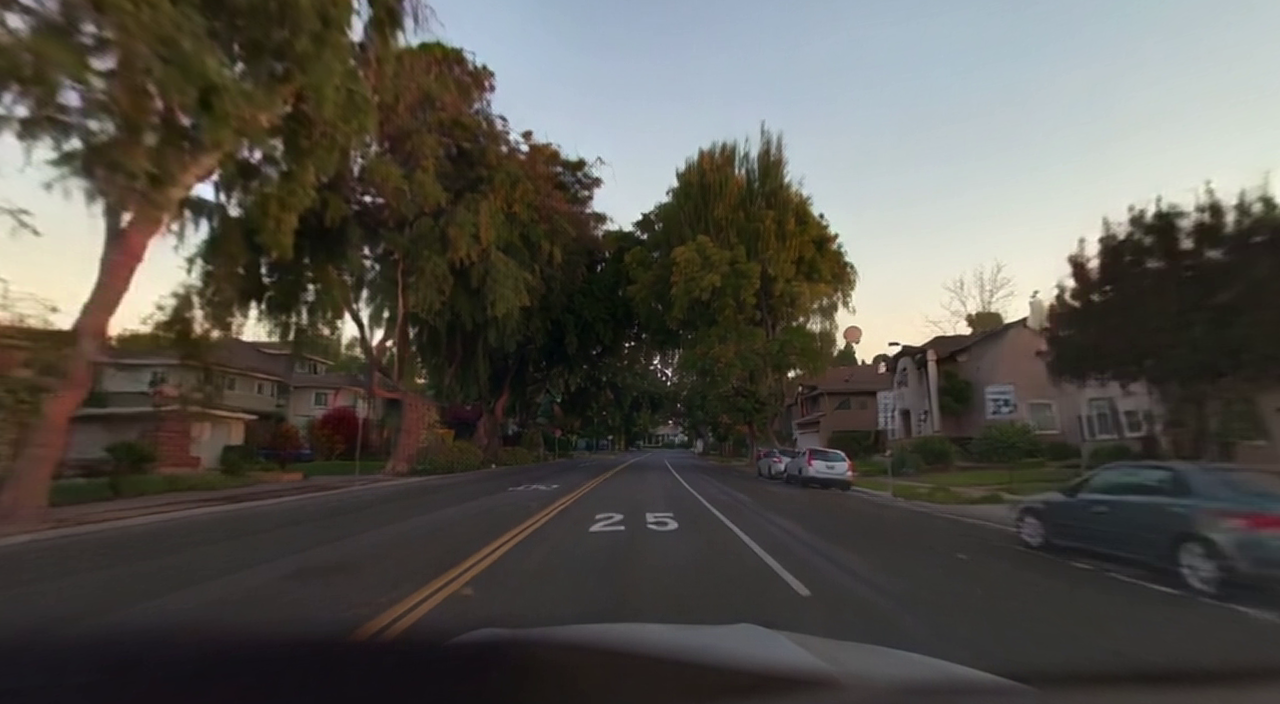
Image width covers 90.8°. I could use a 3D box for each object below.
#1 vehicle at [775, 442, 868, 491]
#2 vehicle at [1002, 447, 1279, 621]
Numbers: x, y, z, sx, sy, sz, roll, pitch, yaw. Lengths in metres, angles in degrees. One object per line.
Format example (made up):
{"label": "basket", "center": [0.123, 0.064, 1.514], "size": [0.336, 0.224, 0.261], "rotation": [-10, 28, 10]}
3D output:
{"label": "vehicle", "center": [6.288, 4.009, 22.456], "size": [1.893, 1.543, 4.434], "rotation": [0, -9, -2]}
{"label": "vehicle", "center": [6.397, 1.834, 7.215], "size": [1.913, 1.479, 4.209], "rotation": [0, -9, -2]}
